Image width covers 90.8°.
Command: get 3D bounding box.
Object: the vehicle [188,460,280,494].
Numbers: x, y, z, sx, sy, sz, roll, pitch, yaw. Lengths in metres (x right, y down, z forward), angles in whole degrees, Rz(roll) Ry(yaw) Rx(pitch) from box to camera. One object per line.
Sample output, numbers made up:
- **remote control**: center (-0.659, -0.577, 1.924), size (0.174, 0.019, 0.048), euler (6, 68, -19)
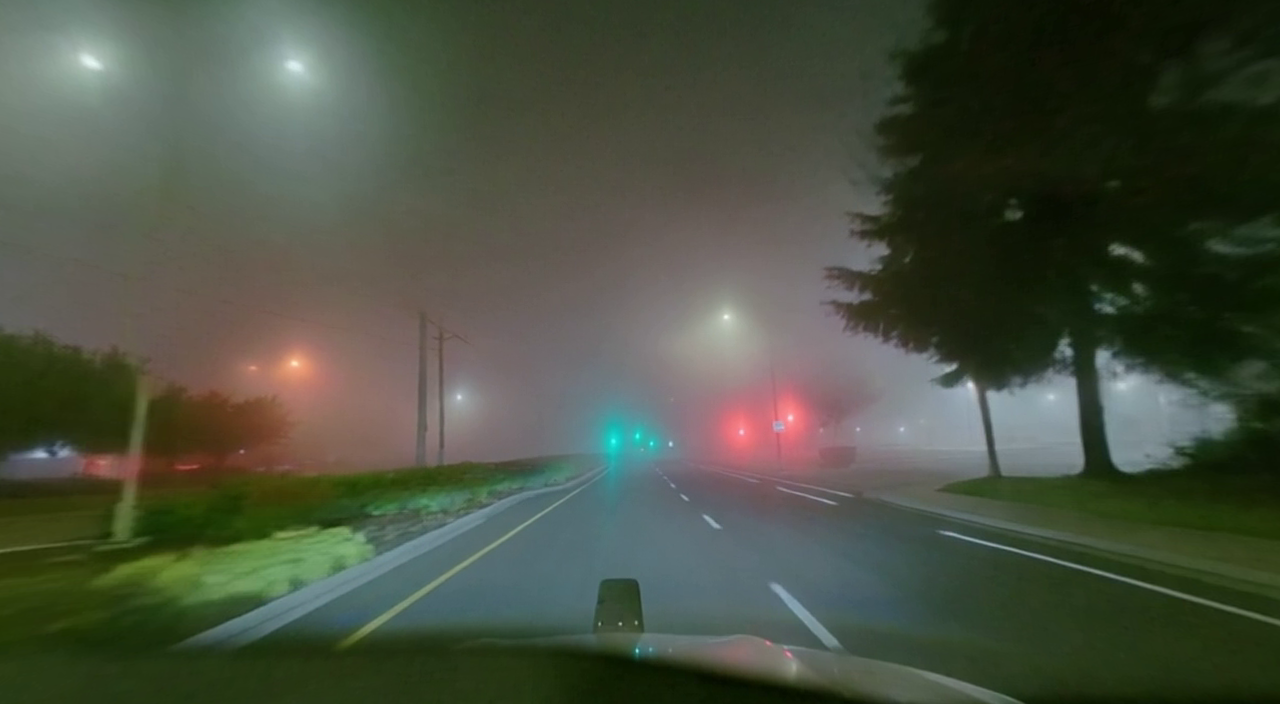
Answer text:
- **vehicle**: center (-21.821, 6.699, 34.185), size (2.014, 1.522, 4.398), euler (-3, -8, 1)
